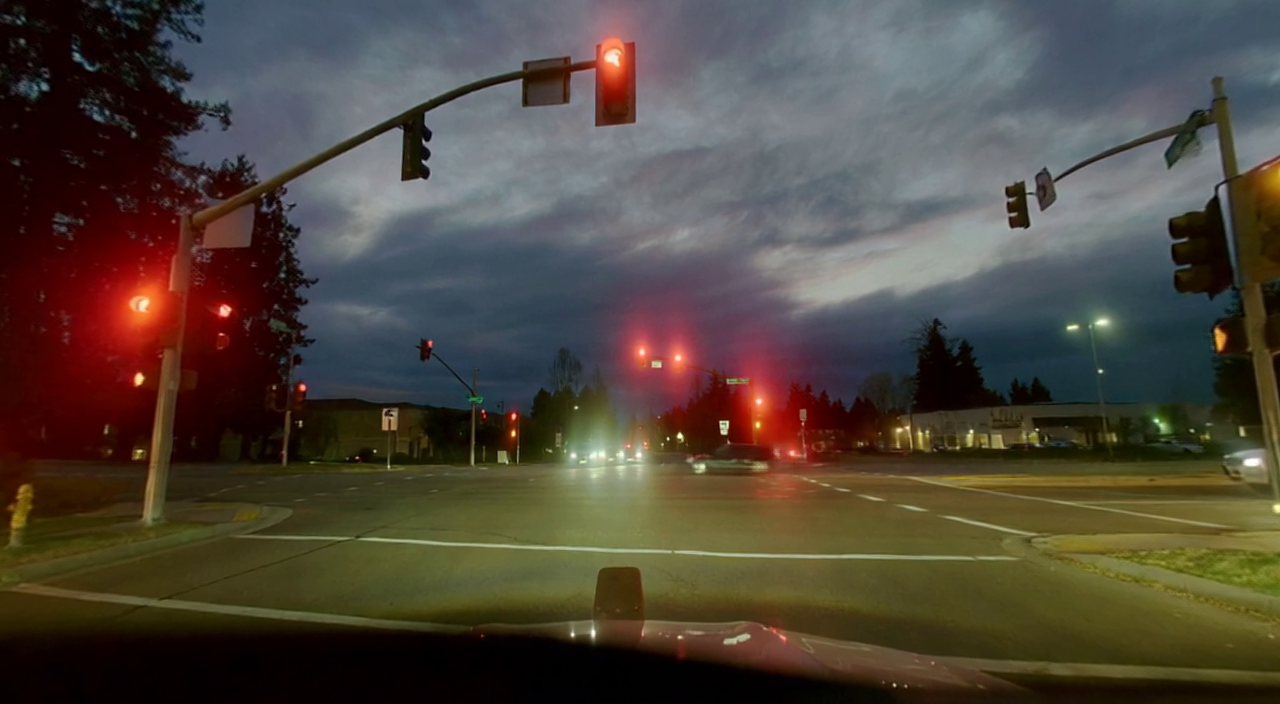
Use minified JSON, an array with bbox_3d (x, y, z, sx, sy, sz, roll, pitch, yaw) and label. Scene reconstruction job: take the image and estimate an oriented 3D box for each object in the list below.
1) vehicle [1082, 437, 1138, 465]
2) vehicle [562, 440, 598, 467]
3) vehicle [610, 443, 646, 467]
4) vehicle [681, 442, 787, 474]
[{"bbox_3d":[26.952,5.659,36.159,2.092,1.474,4.046,-8,-11,40],"label":"vehicle"},{"bbox_3d":[-4.131,7.100,44.295,2.251,1.756,4.610,0,-9,-2],"label":"vehicle"},{"bbox_3d":[-0.873,6.827,41.994,2.056,1.492,3.937,1,-9,-6],"label":"vehicle"},{"bbox_3d":[4.423,4.939,29.563,4.628,1.414,1.897,-3,-9,17],"label":"vehicle"}]
